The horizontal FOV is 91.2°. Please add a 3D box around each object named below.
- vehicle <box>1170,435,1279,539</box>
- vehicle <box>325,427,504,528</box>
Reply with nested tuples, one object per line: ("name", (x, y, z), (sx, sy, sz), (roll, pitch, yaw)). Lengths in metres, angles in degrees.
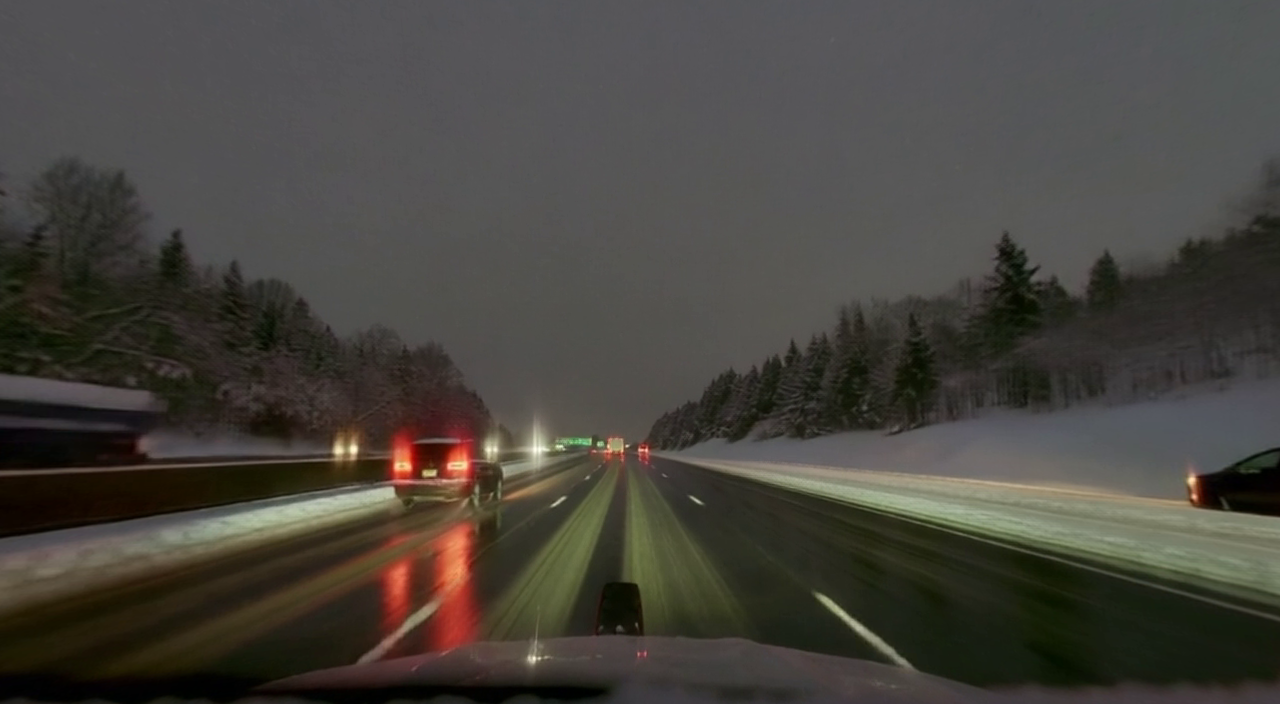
("vehicle", (10.038, 1.890, 8.748), (1.853, 1.463, 3.780), (0, -9, -1))
("vehicle", (-4.127, 2.362, 12.265), (2.071, 1.615, 3.868), (0, -9, 0))
